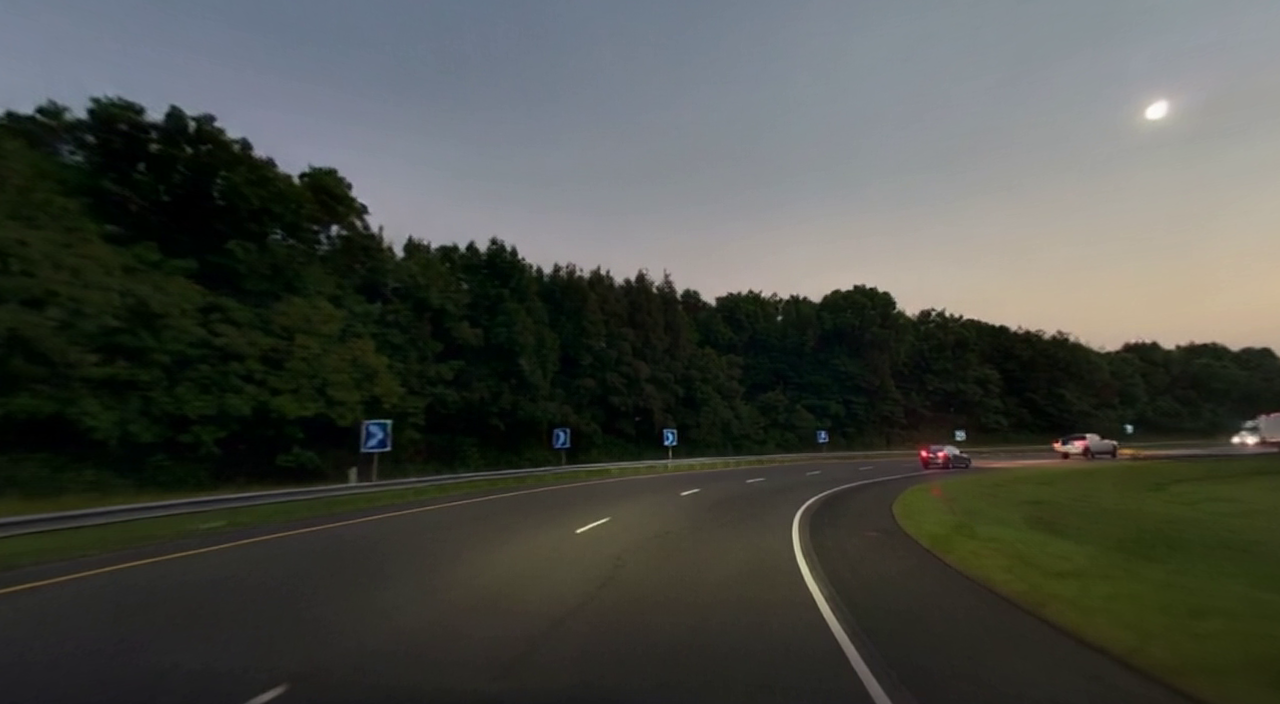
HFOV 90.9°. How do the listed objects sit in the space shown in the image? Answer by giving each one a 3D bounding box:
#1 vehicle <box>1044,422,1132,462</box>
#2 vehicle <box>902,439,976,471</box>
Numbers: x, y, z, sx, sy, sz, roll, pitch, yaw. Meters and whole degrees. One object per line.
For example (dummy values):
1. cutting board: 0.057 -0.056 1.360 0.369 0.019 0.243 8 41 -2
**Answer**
1. vehicle: 33.887 6.815 47.640 5.981 2.823 2.498 4 -10 -24
2. vehicle: 16.940 5.823 35.582 4.325 1.674 2.221 8 -12 -42
